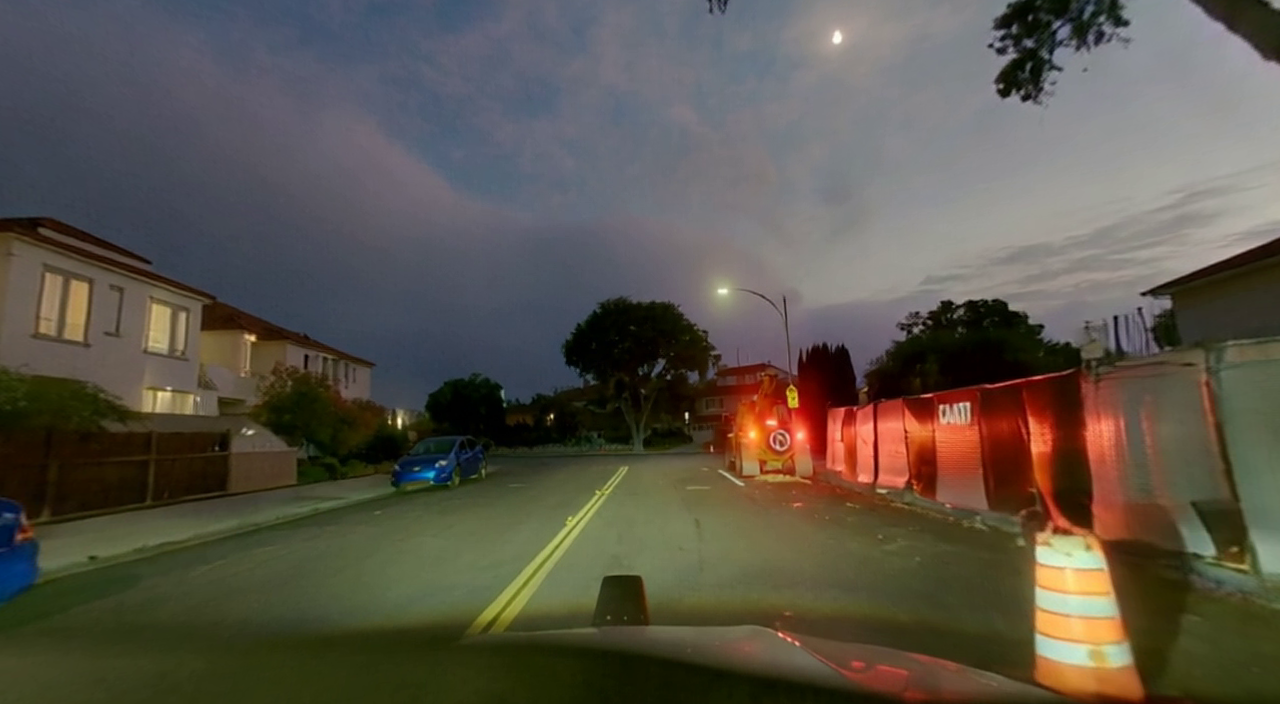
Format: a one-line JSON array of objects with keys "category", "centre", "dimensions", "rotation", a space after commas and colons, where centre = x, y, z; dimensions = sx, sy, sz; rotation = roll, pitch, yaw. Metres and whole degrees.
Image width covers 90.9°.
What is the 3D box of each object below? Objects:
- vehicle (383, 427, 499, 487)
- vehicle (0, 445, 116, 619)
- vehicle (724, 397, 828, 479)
[{"category": "vehicle", "centre": [-6.460, 3.485, 21.173], "dimensions": [2.220, 1.765, 4.799], "rotation": [0, -9, 1]}, {"category": "vehicle", "centre": [-6.517, 1.362, 4.108], "dimensions": [1.974, 1.479, 4.888], "rotation": [0, -8, 1]}, {"category": "vehicle", "centre": [4.606, 3.002, 21.956], "dimensions": [2.501, 2.613, 3.505], "rotation": [1, -8, -6]}]
